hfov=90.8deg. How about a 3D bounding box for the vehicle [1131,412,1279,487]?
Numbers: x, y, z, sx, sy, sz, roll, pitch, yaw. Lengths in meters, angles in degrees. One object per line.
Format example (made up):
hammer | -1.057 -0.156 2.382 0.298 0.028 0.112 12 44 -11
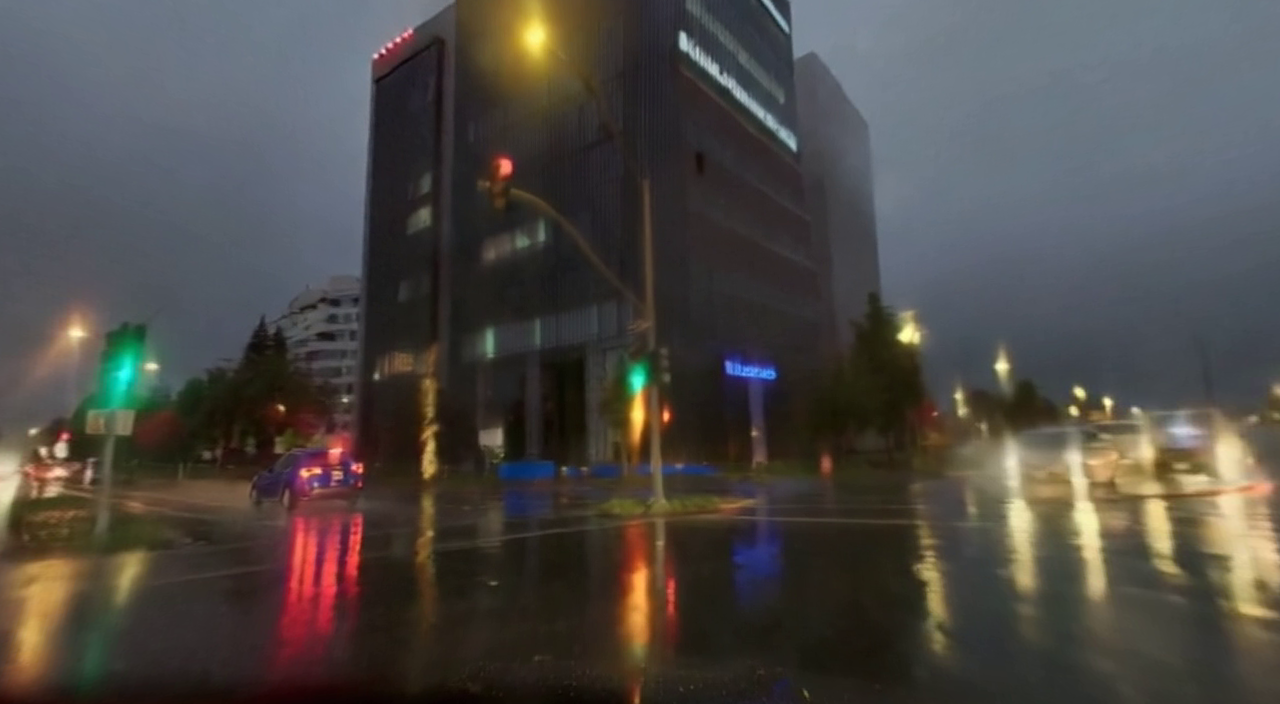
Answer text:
vehicle | 13.730 2.340 15.251 4.210 1.529 2.163 7 -12 -43

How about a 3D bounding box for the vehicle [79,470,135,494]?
vehicle | -41.553 10.091 49.213 3.855 1.627 1.943 -5 -10 28

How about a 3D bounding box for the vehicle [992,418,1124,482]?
vehicle | 11.985 2.764 18.011 4.342 1.596 2.005 7 -11 -42

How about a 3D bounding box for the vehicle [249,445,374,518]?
vehicle | -9.515 3.577 18.123 2.238 1.762 4.445 6 -11 -39
